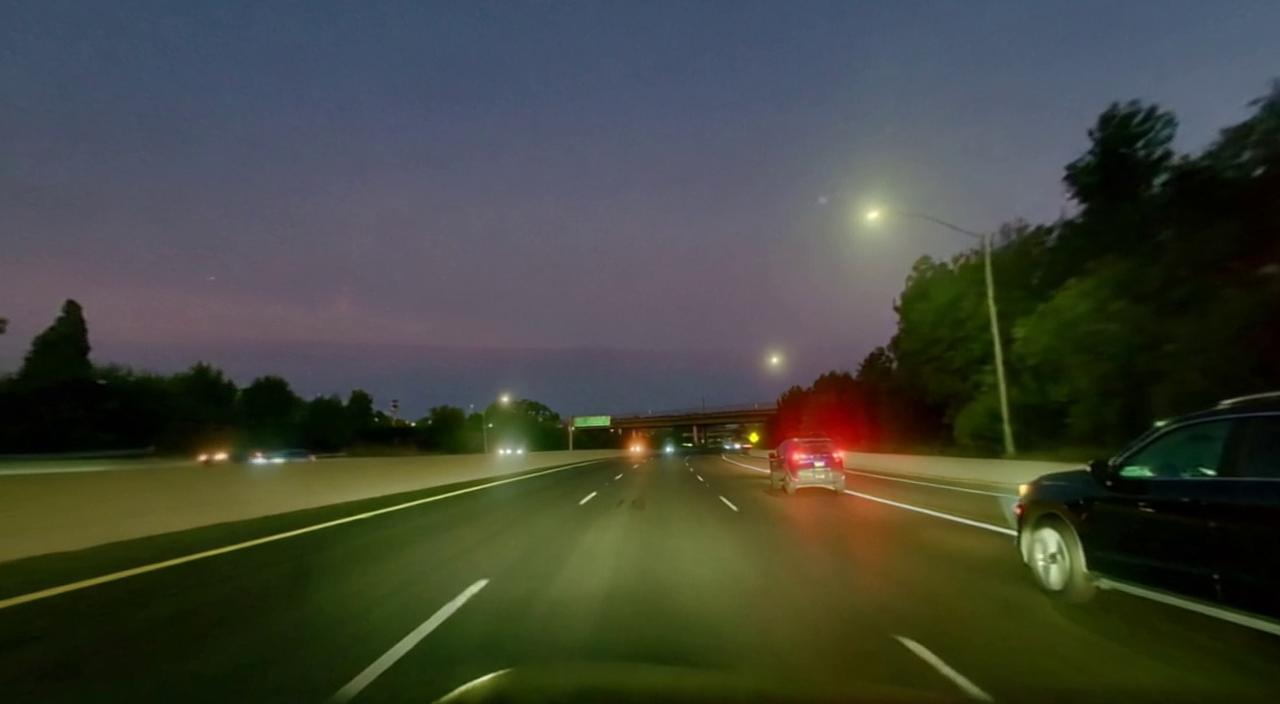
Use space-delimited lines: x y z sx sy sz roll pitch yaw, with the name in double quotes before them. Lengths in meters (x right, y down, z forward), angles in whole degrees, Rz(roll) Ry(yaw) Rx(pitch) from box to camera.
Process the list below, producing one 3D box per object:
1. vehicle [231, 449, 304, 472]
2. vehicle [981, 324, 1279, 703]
"vehicle" -26.173 7.614 44.531 1.880 1.478 4.739 -1 -8 7
"vehicle" 3.729 0.761 2.724 2.019 1.732 4.579 0 -8 2
